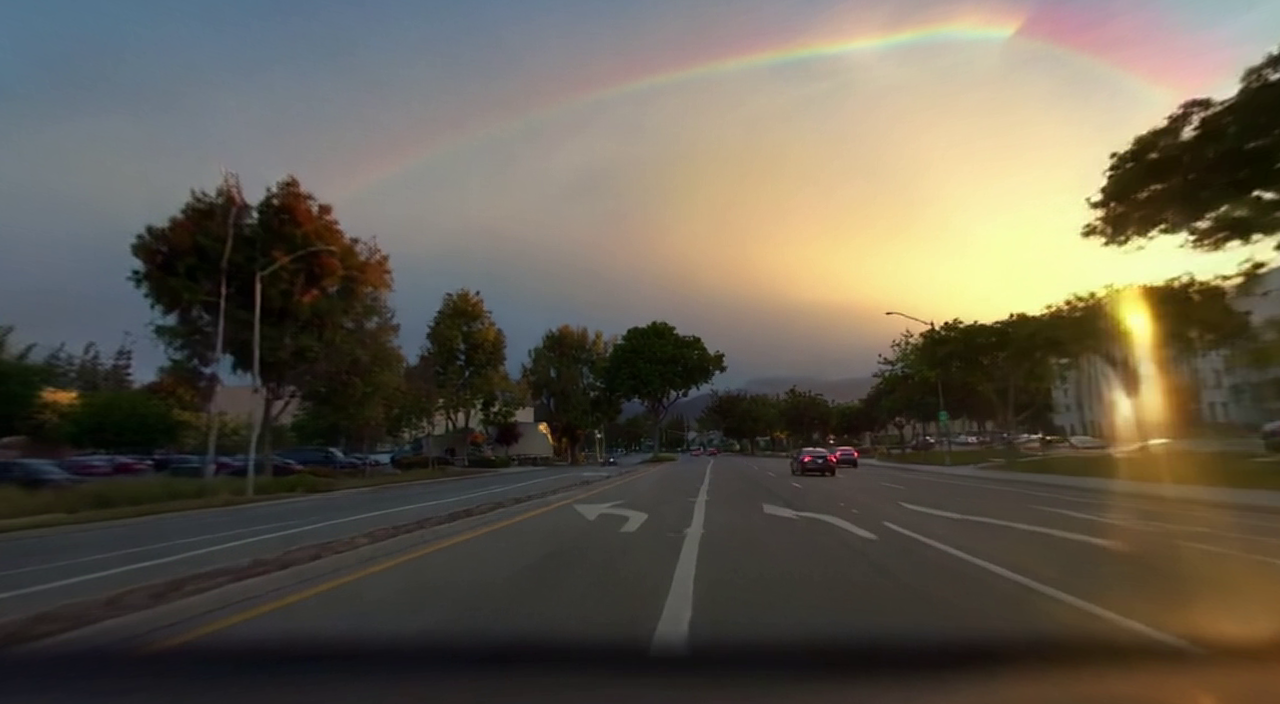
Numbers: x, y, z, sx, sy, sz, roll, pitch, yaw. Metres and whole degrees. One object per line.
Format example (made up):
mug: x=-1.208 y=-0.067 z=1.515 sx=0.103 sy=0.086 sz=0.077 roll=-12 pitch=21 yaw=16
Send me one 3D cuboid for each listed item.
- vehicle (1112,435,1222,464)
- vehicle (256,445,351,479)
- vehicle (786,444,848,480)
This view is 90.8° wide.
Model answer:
vehicle: x=26.628 y=4.927 z=32.027 sx=3.881 sy=1.410 sz=1.702 roll=-1 pitch=-9 yaw=4
vehicle: x=-24.170 y=7.916 z=45.573 sx=5.472 sy=2.114 sz=2.482 roll=-3 pitch=-10 yaw=3
vehicle: x=8.726 y=5.456 z=31.528 sx=2.181 sy=1.639 sz=4.127 roll=-1 pitch=-9 yaw=5
